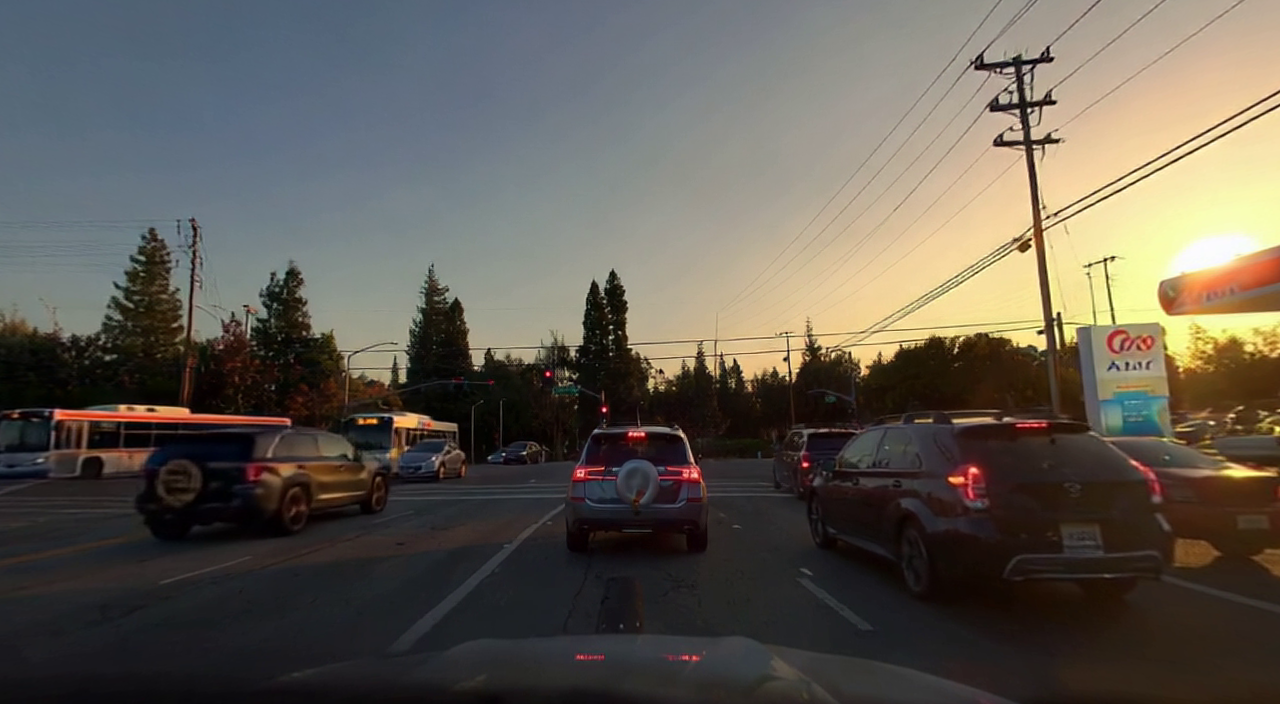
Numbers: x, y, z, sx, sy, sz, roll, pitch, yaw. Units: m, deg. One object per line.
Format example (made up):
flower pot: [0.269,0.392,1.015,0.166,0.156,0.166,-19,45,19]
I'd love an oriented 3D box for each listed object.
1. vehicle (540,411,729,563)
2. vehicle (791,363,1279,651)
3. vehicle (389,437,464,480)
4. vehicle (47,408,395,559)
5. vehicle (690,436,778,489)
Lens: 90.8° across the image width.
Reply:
vehicle: [-0.107,1.803,9.112,2.087,1.677,4.053,0,-9,-1]
vehicle: [3.064,1.284,6.195,2.049,1.813,4.245,0,-9,-1]
vehicle: [-10.395,5.174,31.082,2.163,1.812,4.686,-3,-8,-1]
vehicle: [-5.994,1.946,10.119,2.190,1.795,4.993,0,-9,-1]
vehicle: [2.862,3.501,20.353,2.040,1.481,4.407,0,-9,-2]
